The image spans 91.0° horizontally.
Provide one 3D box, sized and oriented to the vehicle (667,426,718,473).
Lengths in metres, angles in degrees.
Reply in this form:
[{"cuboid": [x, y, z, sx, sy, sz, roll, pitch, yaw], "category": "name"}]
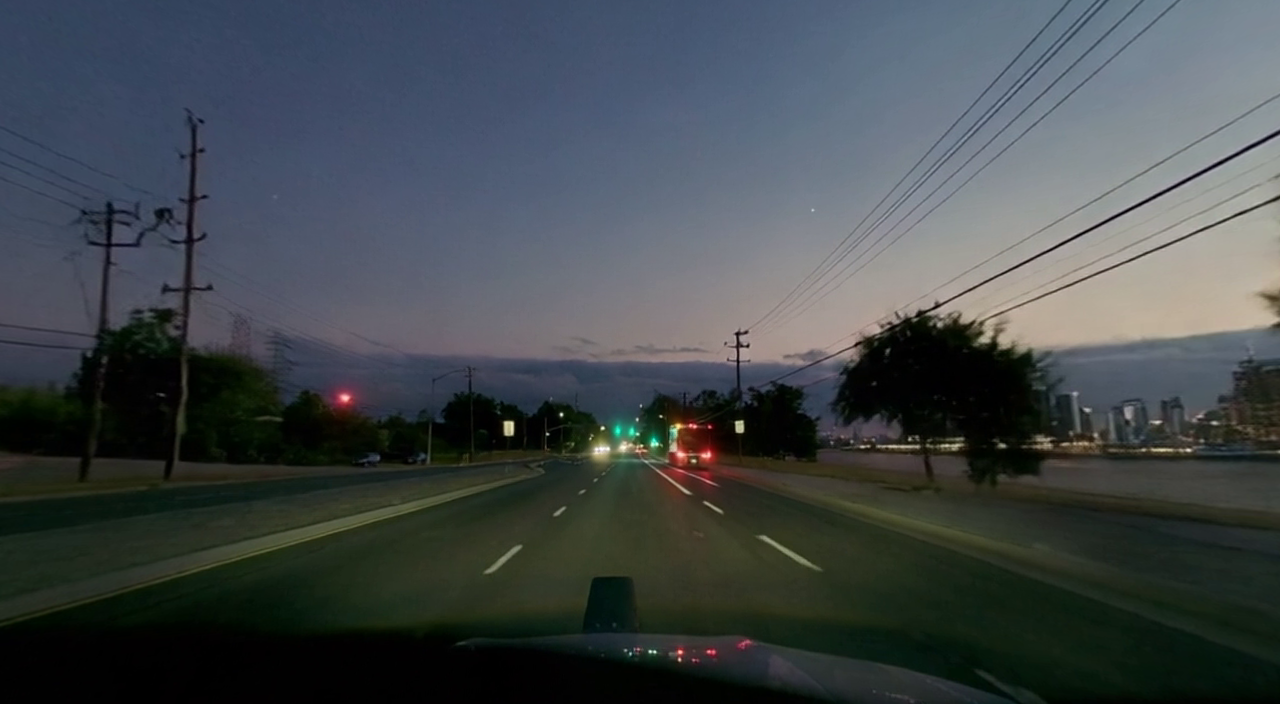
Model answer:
[{"cuboid": [3.448, 6.678, 43.295, 2.706, 2.880, 7.117, 0, -8, -2], "category": "vehicle"}]
